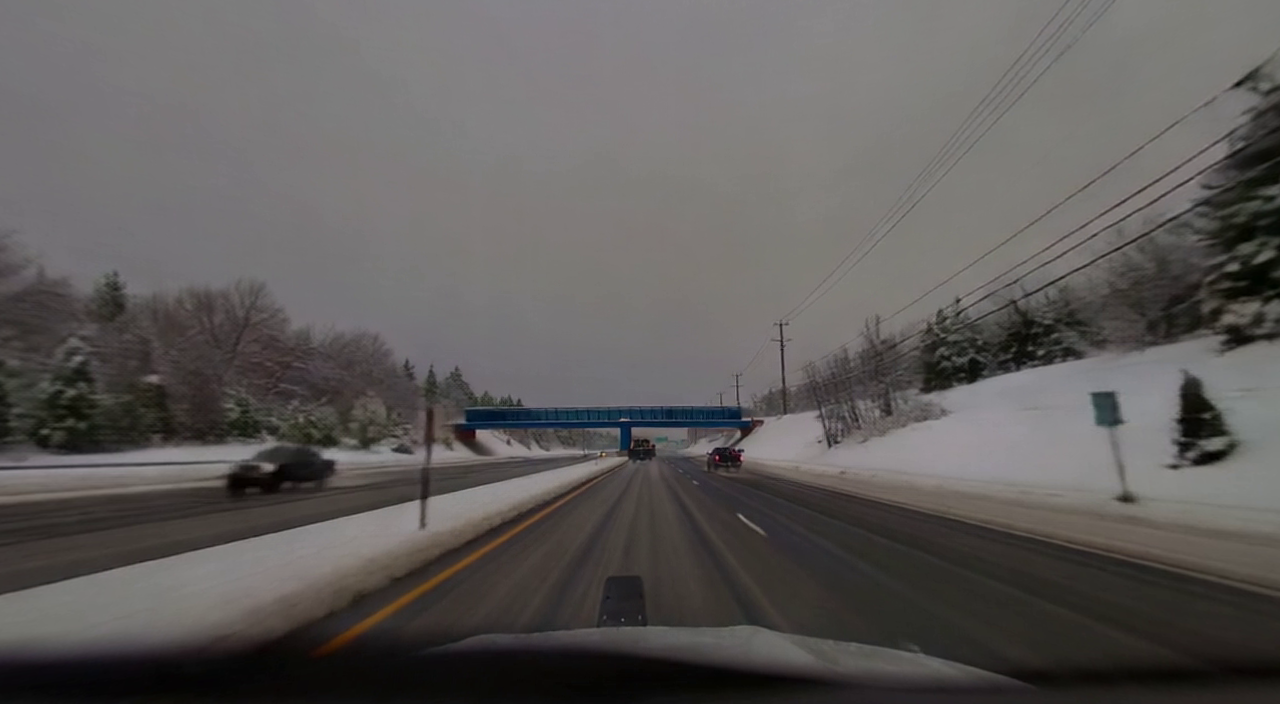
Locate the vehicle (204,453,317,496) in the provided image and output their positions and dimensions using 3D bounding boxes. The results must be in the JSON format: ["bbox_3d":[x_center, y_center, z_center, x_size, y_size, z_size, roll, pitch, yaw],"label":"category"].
[{"bbox_3d":[-15.115,4.886,25.429,1.874,1.535,4.265,0,-9,0],"label":"vehicle"}]

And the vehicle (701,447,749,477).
[{"bbox_3d":[4.614,6.069,35.037,1.988,1.505,4.958,0,-9,0],"label":"vehicle"}]

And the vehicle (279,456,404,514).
[{"bbox_3d":[-8.634,3.840,18.607,1.840,1.482,3.574,0,-9,1],"label":"vehicle"}]

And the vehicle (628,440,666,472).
[{"bbox_3d":[0.513,6.909,42.053,2.369,1.948,5.343,0,-9,2],"label":"vehicle"}]
